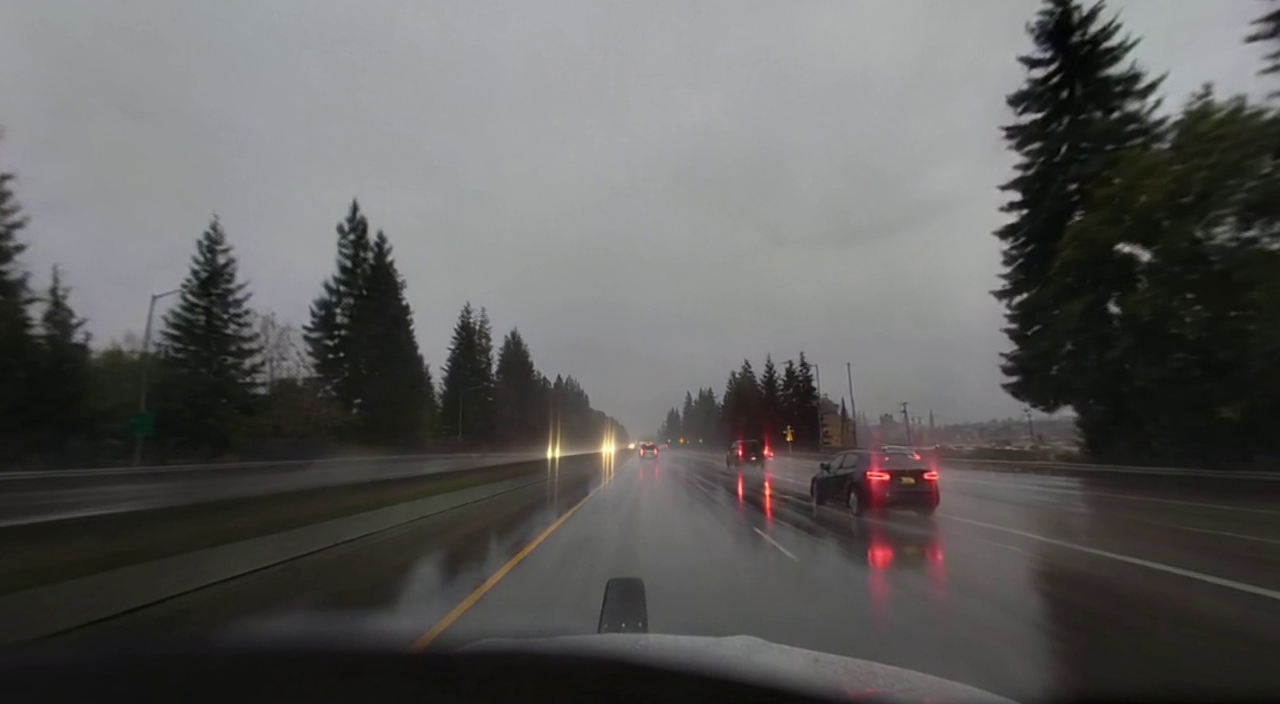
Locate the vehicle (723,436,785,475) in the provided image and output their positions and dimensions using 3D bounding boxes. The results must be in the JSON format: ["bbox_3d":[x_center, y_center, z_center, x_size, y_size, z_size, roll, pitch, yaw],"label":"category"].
[{"bbox_3d":[6.119,5.619,34.412,2.206,1.902,5.460,0,-8,-2],"label":"vehicle"}]

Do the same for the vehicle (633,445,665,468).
[{"bbox_3d":[0.596,7.181,43.491,2.052,1.472,4.295,0,-8,0],"label":"vehicle"}]

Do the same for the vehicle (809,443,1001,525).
[{"bbox_3d":[5.404,2.717,13.683,1.904,1.453,4.789,0,-8,-3],"label":"vehicle"}]
